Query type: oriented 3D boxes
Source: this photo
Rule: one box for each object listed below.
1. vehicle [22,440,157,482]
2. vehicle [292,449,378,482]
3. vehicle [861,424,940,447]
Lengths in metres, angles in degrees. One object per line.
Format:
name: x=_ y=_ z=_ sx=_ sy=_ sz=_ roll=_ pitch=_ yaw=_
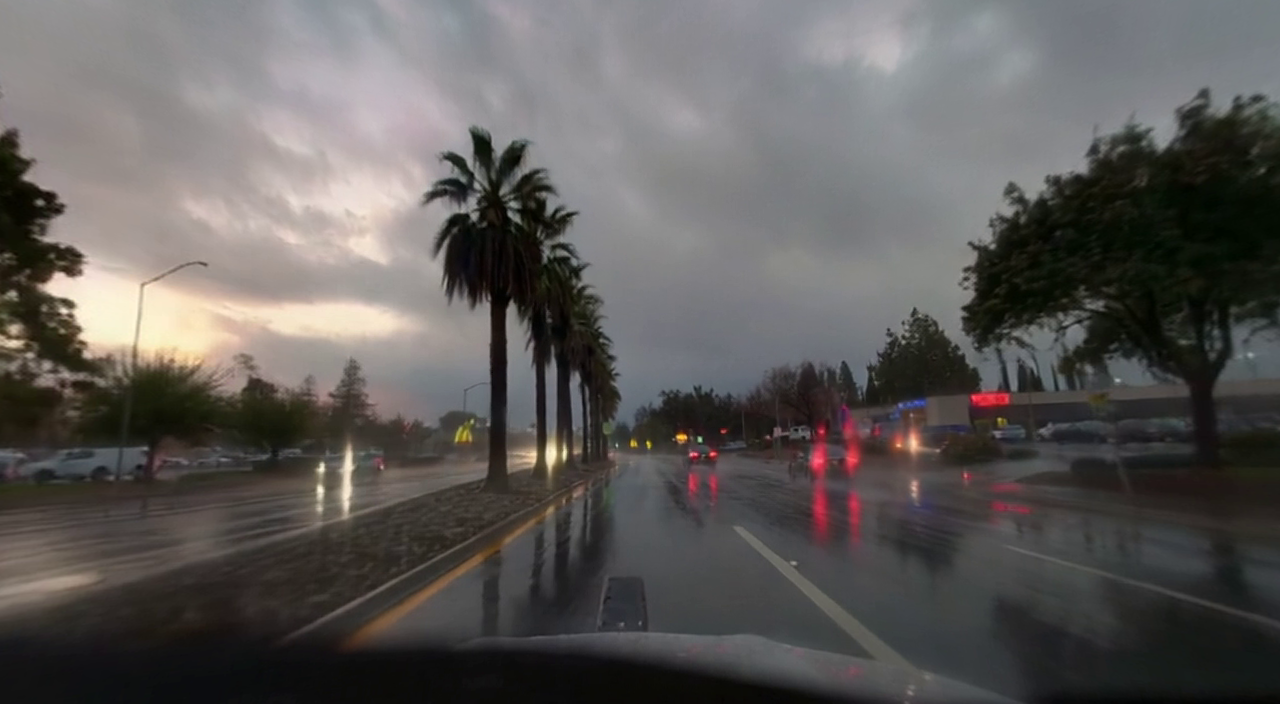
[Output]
vehicle: x=-32.675 y=6.661 z=37.831 sx=2.415 sy=2.234 sz=6.082 roll=-2 pitch=-12 yaw=2
vehicle: x=-16.786 y=6.223 z=35.060 sx=2.167 sy=1.622 sz=5.184 roll=0 pitch=-8 yaw=0
vehicle: x=18.906 y=6.095 z=45.957 sx=4.649 sy=1.662 sz=2.349 roll=0 pitch=-8 yaw=1
